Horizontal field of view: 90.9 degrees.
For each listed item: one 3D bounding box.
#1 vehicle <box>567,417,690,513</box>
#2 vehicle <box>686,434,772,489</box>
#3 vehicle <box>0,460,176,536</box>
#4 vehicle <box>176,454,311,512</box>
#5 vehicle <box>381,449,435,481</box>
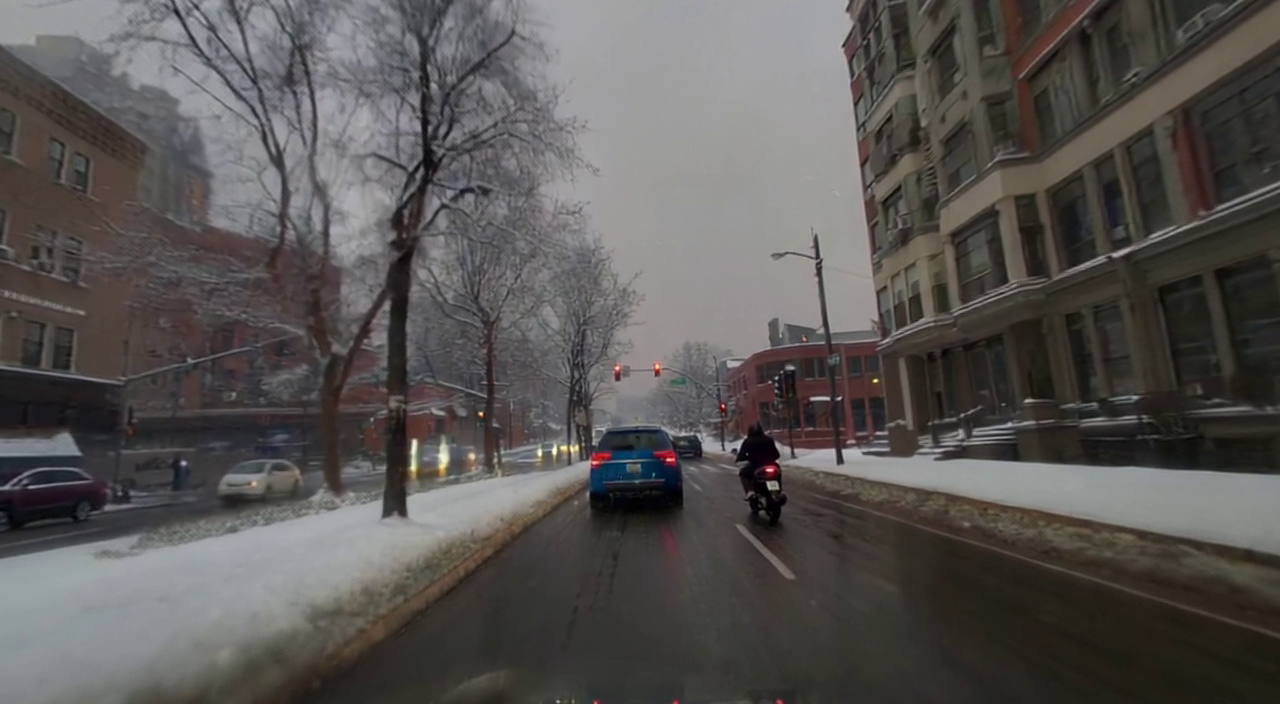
[{"bbox_3d":[-0.203,2.403,13.776,2.265,1.748,4.130,0,-8,0],"label":"vehicle"},{"bbox_3d":[2.651,3.413,19.958,2.101,1.507,4.355,0,-8,0],"label":"vehicle"},{"bbox_3d":[-17.704,4.446,19.919,2.134,1.915,5.317,0,-9,-2],"label":"vehicle"},{"bbox_3d":[-13.814,4.530,22.372,1.926,1.732,4.635,0,-8,-3],"label":"vehicle"},{"bbox_3d":[-14.078,6.847,38.454,1.871,1.786,4.386,0,-9,-4],"label":"vehicle"}]
